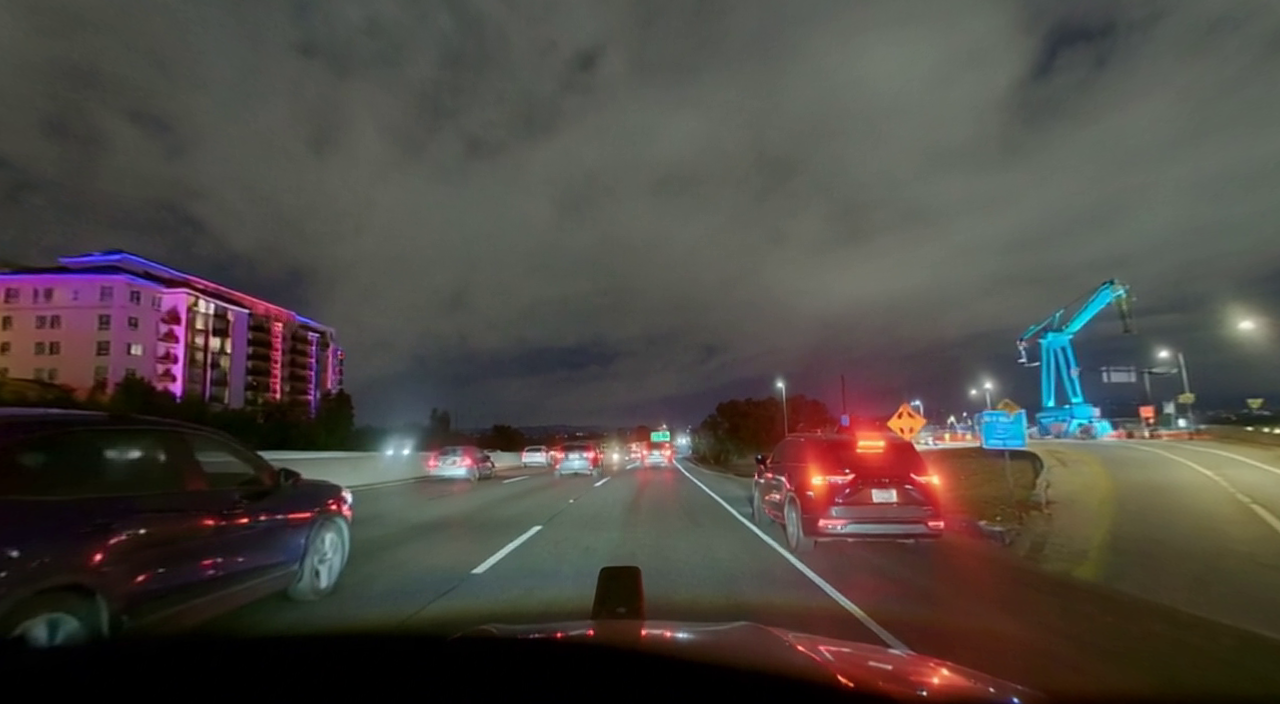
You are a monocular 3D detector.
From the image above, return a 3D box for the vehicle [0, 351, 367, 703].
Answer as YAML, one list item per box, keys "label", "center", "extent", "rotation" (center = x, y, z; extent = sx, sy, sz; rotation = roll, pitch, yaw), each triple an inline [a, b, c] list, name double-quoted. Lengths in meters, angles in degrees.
- label: "vehicle"
  center: [-3.694, 1.021, 3.774]
  extent: [2.045, 1.710, 4.382]
  rotation: [0, -8, 1]

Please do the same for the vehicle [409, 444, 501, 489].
- label: "vehicle"
  center: [-6.765, 4.220, 23.563]
  extent: [1.959, 1.486, 4.460]
  rotation: [0, -9, 2]

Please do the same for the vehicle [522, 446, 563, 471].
- label: "vehicle"
  center: [-6.385, 6.974, 41.581]
  extent: [1.931, 1.505, 4.386]
  rotation: [0, -8, 1]

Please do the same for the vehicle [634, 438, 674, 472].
- label: "vehicle"
  center: [0.795, 5.812, 35.666]
  extent: [2.116, 1.763, 4.352]
  rotation: [0, -9, 1]

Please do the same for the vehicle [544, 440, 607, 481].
- label: "vehicle"
  center: [-2.802, 4.863, 28.439]
  extent: [2.109, 1.657, 4.554]
  rotation: [0, -8, 3]
